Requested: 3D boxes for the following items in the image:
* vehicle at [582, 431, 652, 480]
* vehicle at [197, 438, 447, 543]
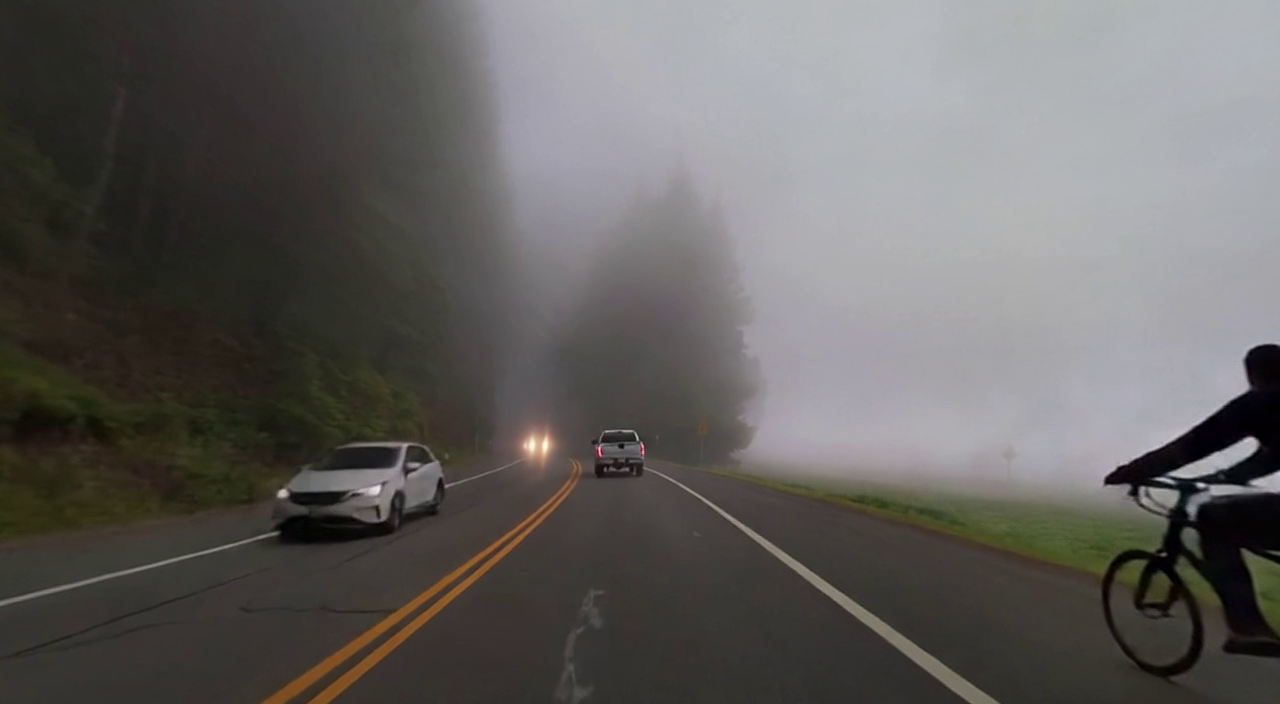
[{"bbox_3d":[-1.031,4.250,26.287,2.631,1.798,5.331,0,-8,-4],"label":"vehicle"},{"bbox_3d":[-5.203,2.299,11.239,2.198,1.459,4.398,0,-8,-1],"label":"vehicle"}]
